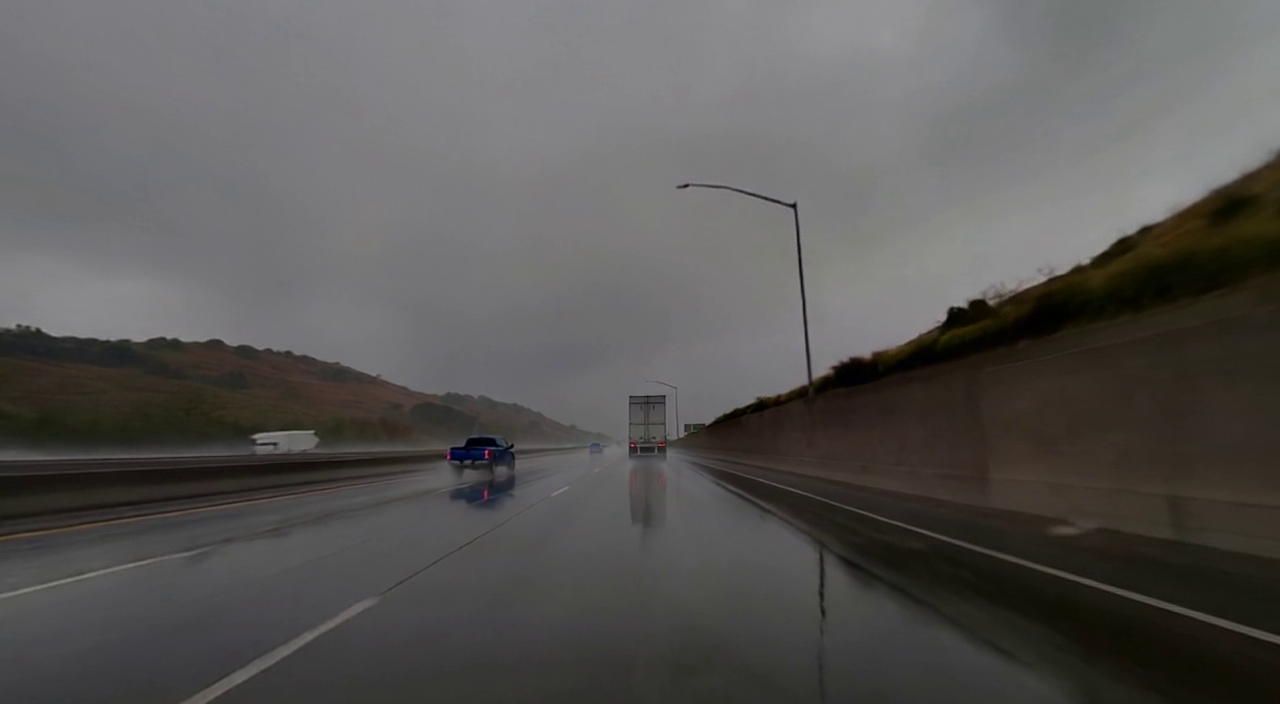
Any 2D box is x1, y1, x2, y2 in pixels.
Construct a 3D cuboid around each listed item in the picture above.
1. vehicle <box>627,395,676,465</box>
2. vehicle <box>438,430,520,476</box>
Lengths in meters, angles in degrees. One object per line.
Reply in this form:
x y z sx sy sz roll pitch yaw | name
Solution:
0.841 5.865 46.176 2.951 4.229 15.519 0 -8 1 | vehicle
-7.048 4.477 28.308 2.113 1.837 5.339 0 -8 1 | vehicle
